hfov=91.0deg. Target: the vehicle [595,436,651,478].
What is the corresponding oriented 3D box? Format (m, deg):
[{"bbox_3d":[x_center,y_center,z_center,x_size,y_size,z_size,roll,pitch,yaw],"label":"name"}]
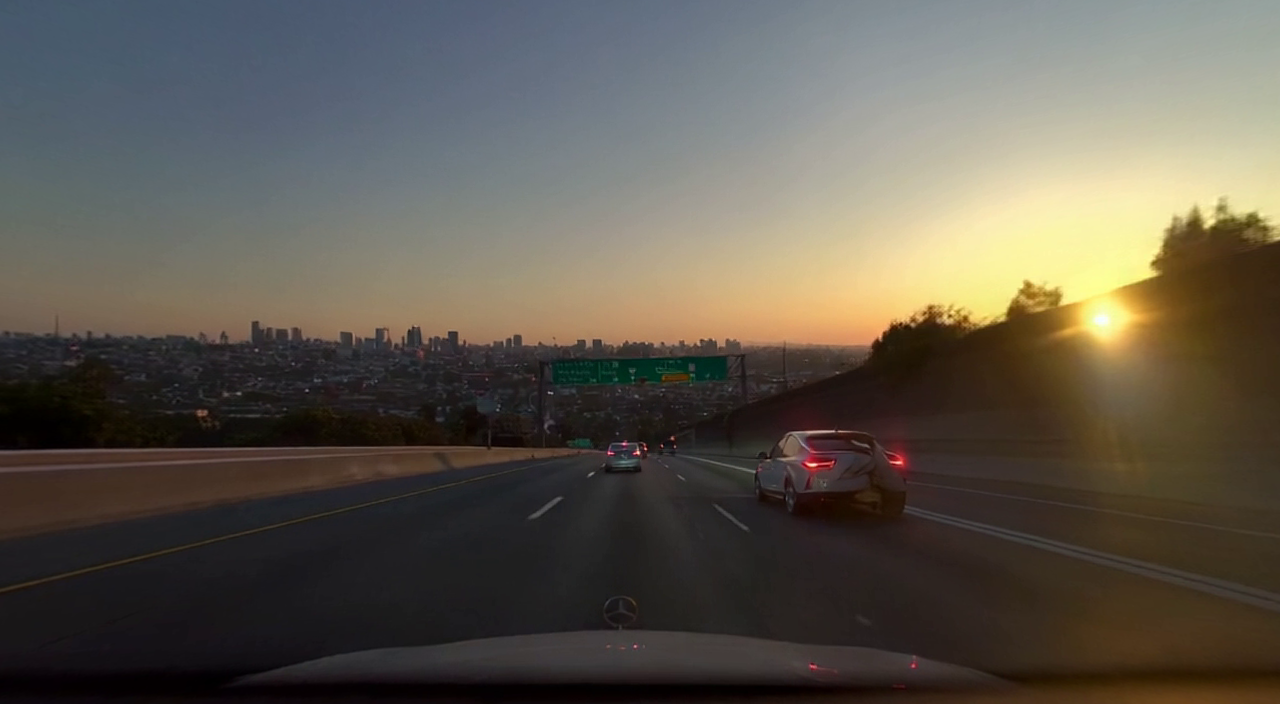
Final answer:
[{"bbox_3d":[-0.658,4.351,26.331,2.147,1.576,3.964,0,-8,0],"label":"vehicle"}]
